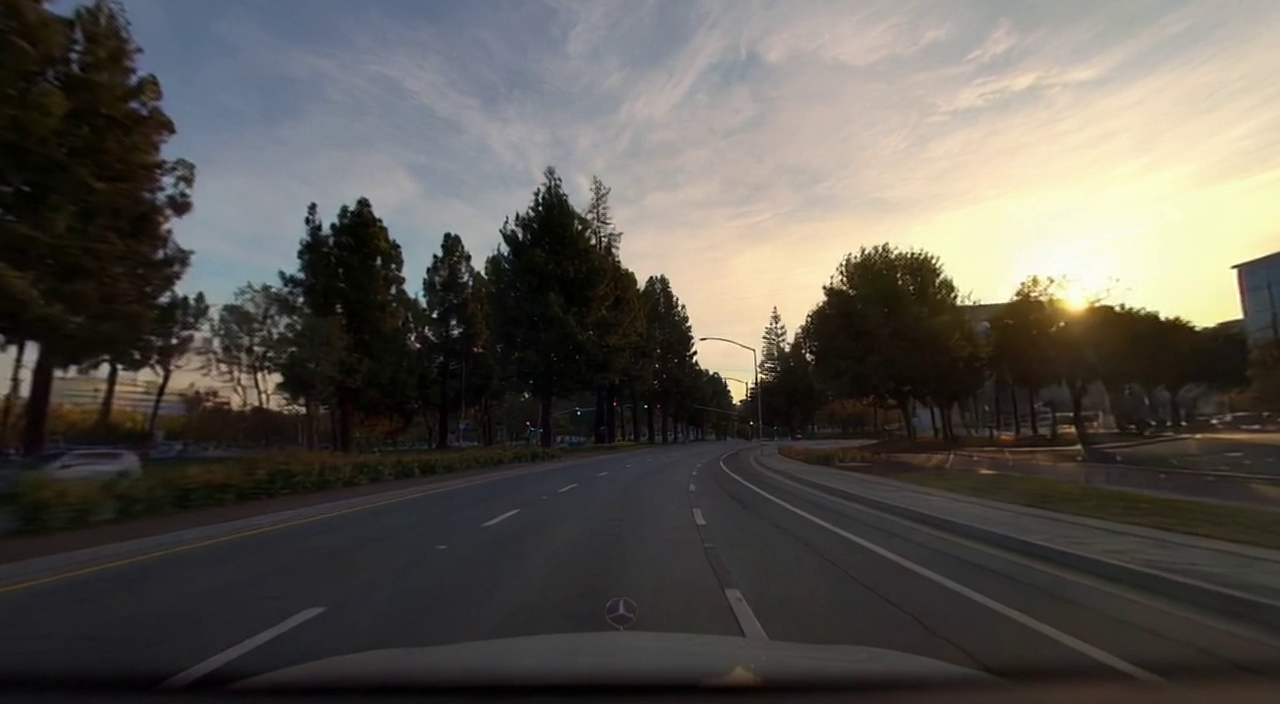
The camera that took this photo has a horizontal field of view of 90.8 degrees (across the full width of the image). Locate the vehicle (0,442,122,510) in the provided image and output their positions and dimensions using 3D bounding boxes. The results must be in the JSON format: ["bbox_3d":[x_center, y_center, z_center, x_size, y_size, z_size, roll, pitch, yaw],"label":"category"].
[{"bbox_3d":[-15.264,2.920,15.053,1.842,1.529,4.356,-1,-9,7],"label":"vehicle"}]
